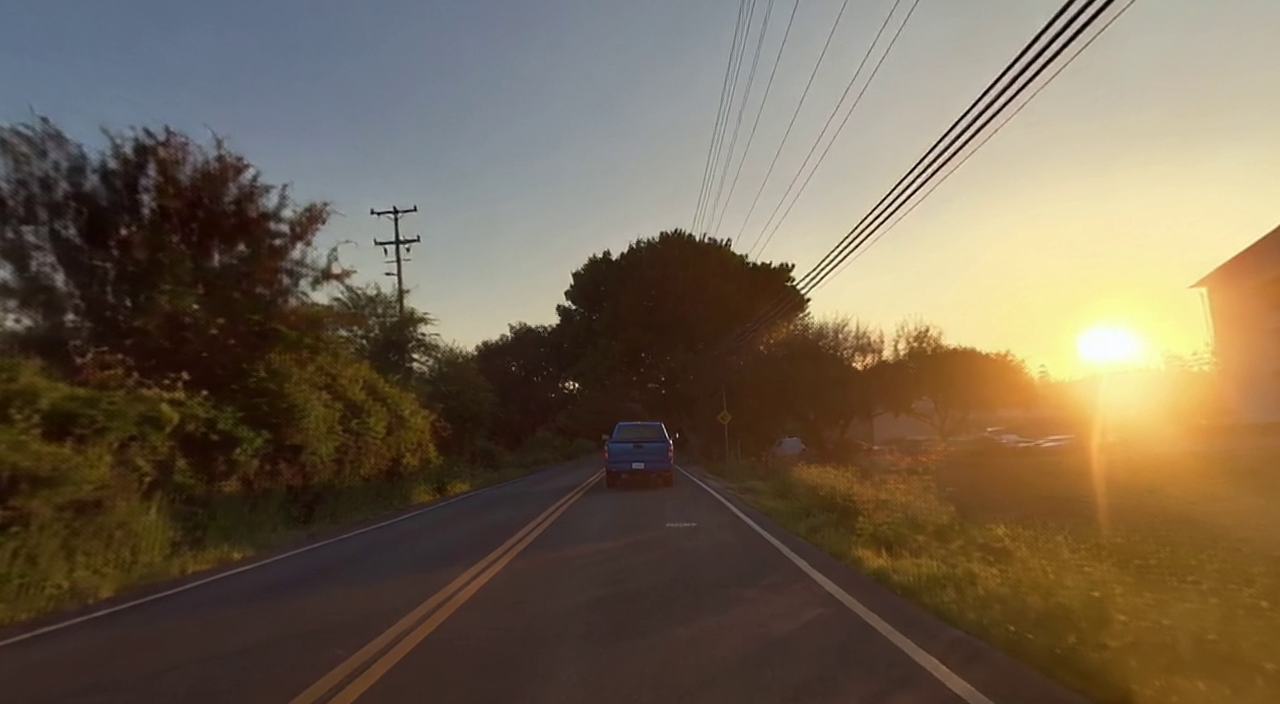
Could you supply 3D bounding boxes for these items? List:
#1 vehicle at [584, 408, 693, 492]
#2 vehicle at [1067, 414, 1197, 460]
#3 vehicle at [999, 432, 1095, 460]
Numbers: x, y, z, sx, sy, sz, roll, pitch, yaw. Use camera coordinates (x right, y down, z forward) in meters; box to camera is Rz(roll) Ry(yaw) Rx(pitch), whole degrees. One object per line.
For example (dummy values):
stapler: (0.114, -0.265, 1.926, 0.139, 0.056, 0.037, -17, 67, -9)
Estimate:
vehicle: (-0.099, 3.294, 21.455, 3.021, 2.326, 7.410, 0, -9, -1)
vehicle: (33.664, 5.874, 43.506, 2.581, 2.932, 6.340, 4, -9, -27)
vehicle: (31.415, 7.309, 49.111, 2.323, 2.002, 6.310, 2, -9, -13)
